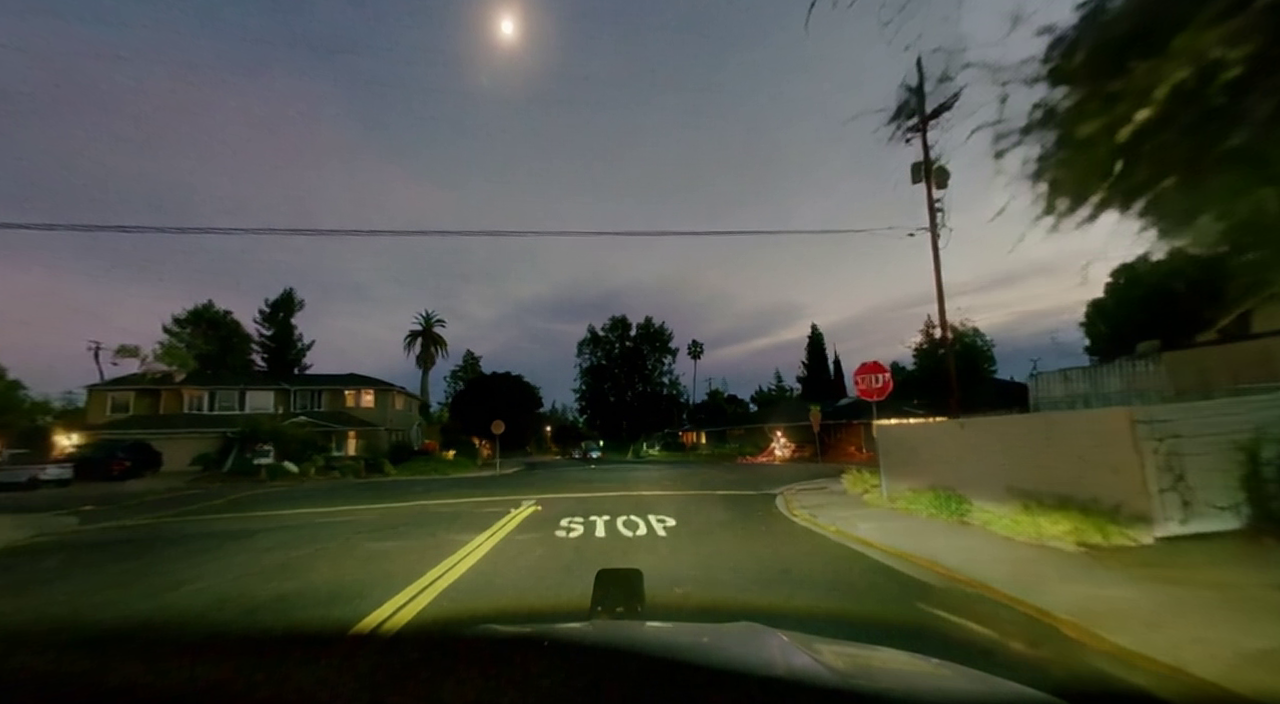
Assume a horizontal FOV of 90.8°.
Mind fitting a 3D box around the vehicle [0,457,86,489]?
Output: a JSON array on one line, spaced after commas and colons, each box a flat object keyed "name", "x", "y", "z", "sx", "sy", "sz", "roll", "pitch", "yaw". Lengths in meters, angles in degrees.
[{"name": "vehicle", "x": -28.535, "y": 5.702, "z": 30.000, "sx": 1.864, "sy": 1.337, "sz": 3.943, "roll": 3, "pitch": -9, "yaw": -19}]
